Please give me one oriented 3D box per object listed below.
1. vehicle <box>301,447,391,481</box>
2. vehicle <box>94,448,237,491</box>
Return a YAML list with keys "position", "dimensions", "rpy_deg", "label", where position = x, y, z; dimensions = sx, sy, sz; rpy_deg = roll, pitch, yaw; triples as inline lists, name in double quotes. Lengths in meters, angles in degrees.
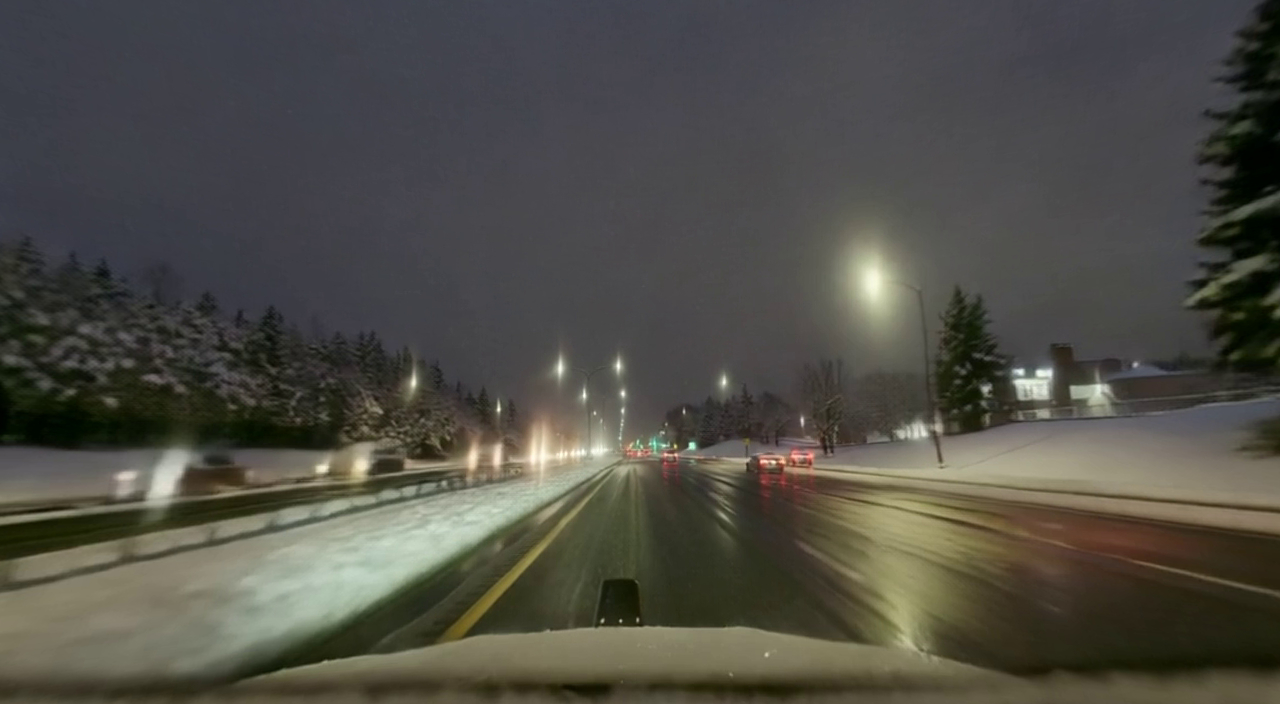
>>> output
- position: [-13.822, 5.276, 30.046]
  dimensions: [2.069, 1.493, 4.539]
  rpy_deg: [0, -9, 0]
  label: "vehicle"
- position: [-17.426, 4.299, 23.543]
  dimensions: [1.890, 1.429, 4.410]
  rpy_deg: [0, -9, 0]
  label: "vehicle"
